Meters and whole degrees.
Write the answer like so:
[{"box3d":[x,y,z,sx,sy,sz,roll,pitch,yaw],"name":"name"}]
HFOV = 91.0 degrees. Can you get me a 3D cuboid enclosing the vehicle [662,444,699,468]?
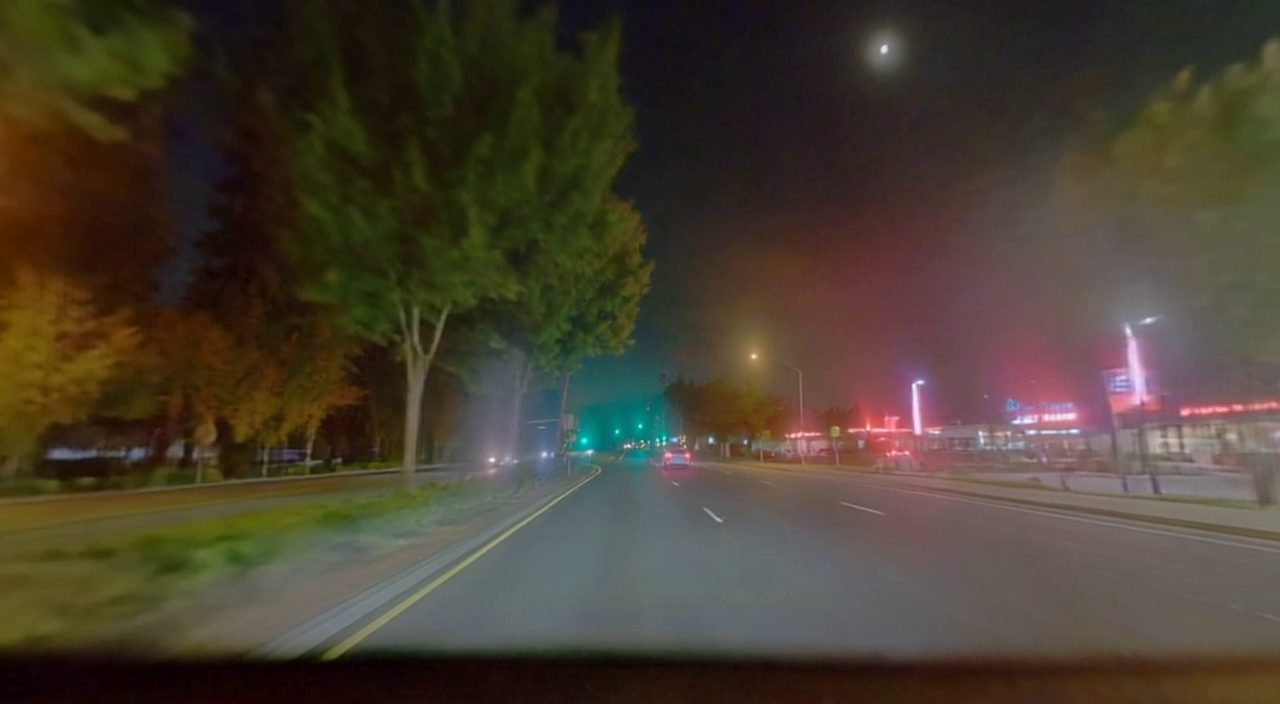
[{"box3d":[2.635,6.899,41.905,2.015,1.479,4.444,0,-9,-2],"name":"vehicle"}]
